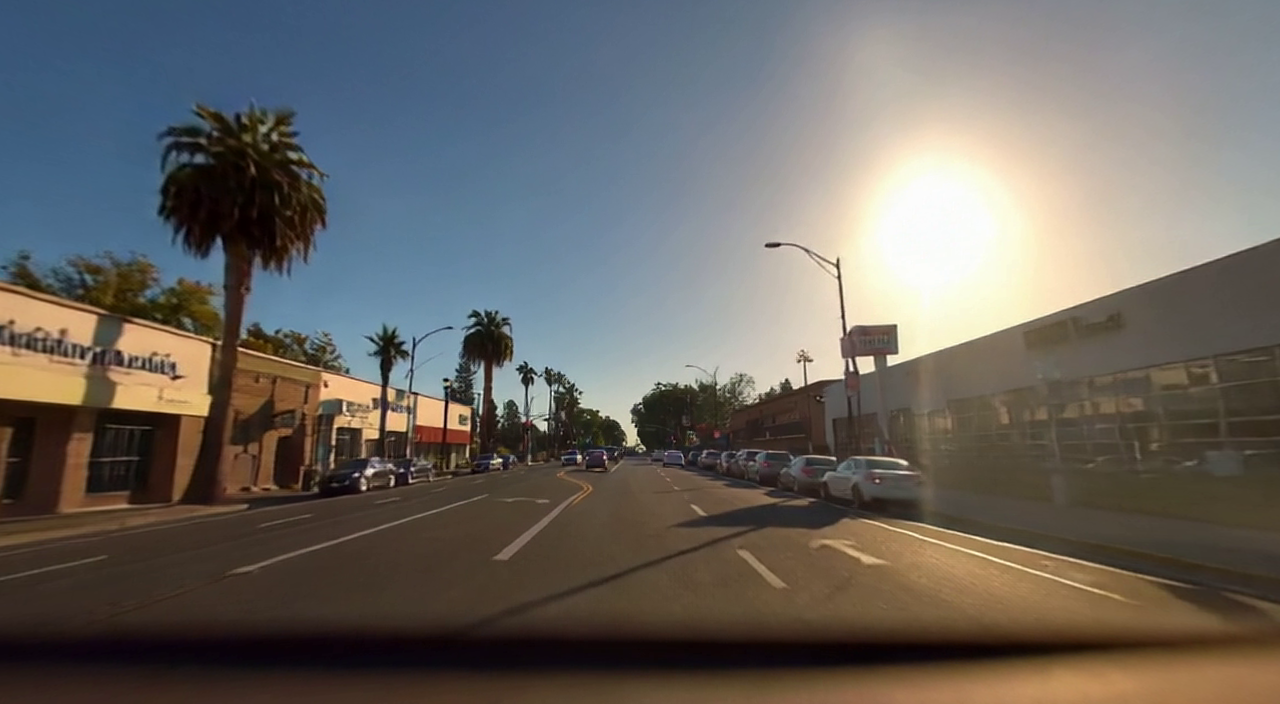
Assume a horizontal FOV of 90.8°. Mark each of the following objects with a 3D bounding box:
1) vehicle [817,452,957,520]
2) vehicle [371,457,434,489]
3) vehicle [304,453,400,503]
[{"bbox_3d":[6.458,3.515,17.191,1.840,1.503,4.760,0,-8,-1],"label":"vehicle"},{"bbox_3d":[-12.862,6.572,34.573,1.838,1.515,4.432,0,-8,-2],"label":"vehicle"},{"bbox_3d":[-12.890,5.618,28.692,1.975,1.570,5.265,-8,-7,-3],"label":"vehicle"}]
